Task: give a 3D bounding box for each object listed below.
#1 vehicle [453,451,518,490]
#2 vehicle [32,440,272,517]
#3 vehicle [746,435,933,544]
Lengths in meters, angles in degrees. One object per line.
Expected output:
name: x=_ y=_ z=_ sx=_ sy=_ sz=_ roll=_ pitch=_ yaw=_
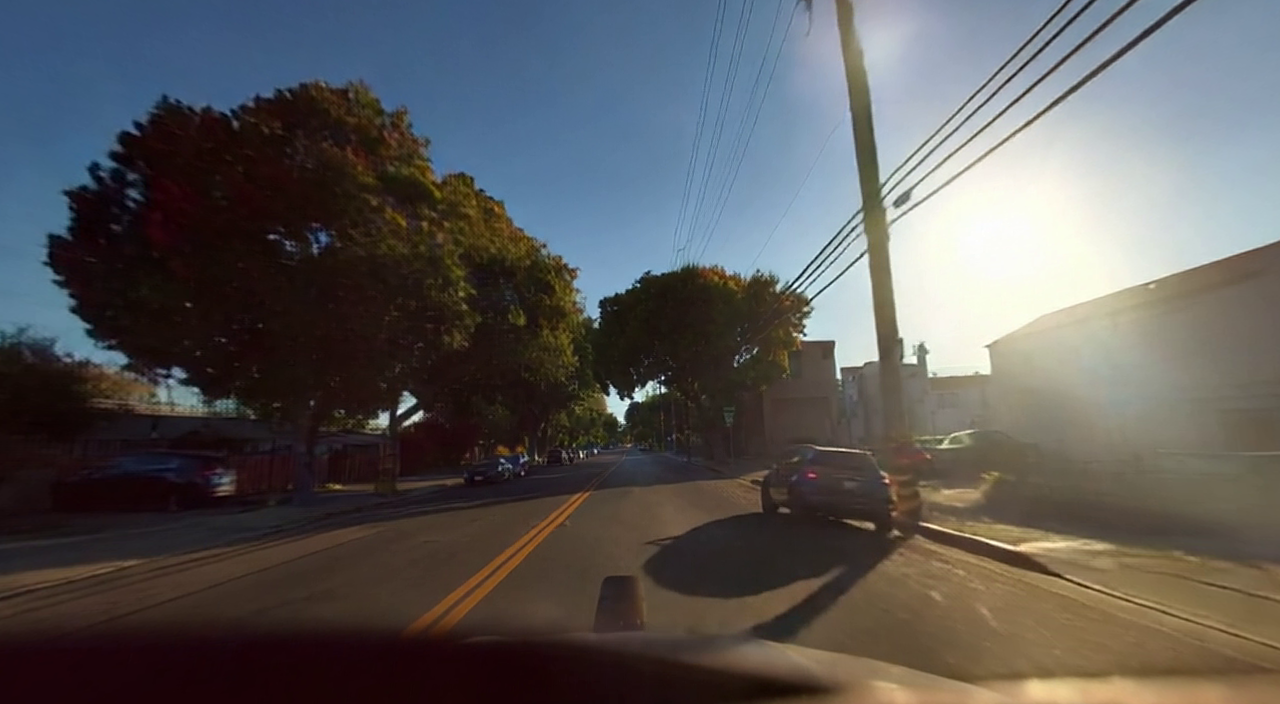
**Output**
vehicle: x=-6.767 y=5.192 z=28.057 sx=1.815 sy=1.402 sz=4.559 roll=-4 pitch=-8 yaw=-2
vehicle: x=-12.441 y=3.216 z=16.371 sx=4.502 sy=1.813 sz=1.948 roll=0 pitch=-8 yaw=-1
vehicle: x=3.127 y=2.216 z=10.836 sx=1.843 sy=1.495 sz=3.930 roll=0 pitch=-8 yaw=-1
